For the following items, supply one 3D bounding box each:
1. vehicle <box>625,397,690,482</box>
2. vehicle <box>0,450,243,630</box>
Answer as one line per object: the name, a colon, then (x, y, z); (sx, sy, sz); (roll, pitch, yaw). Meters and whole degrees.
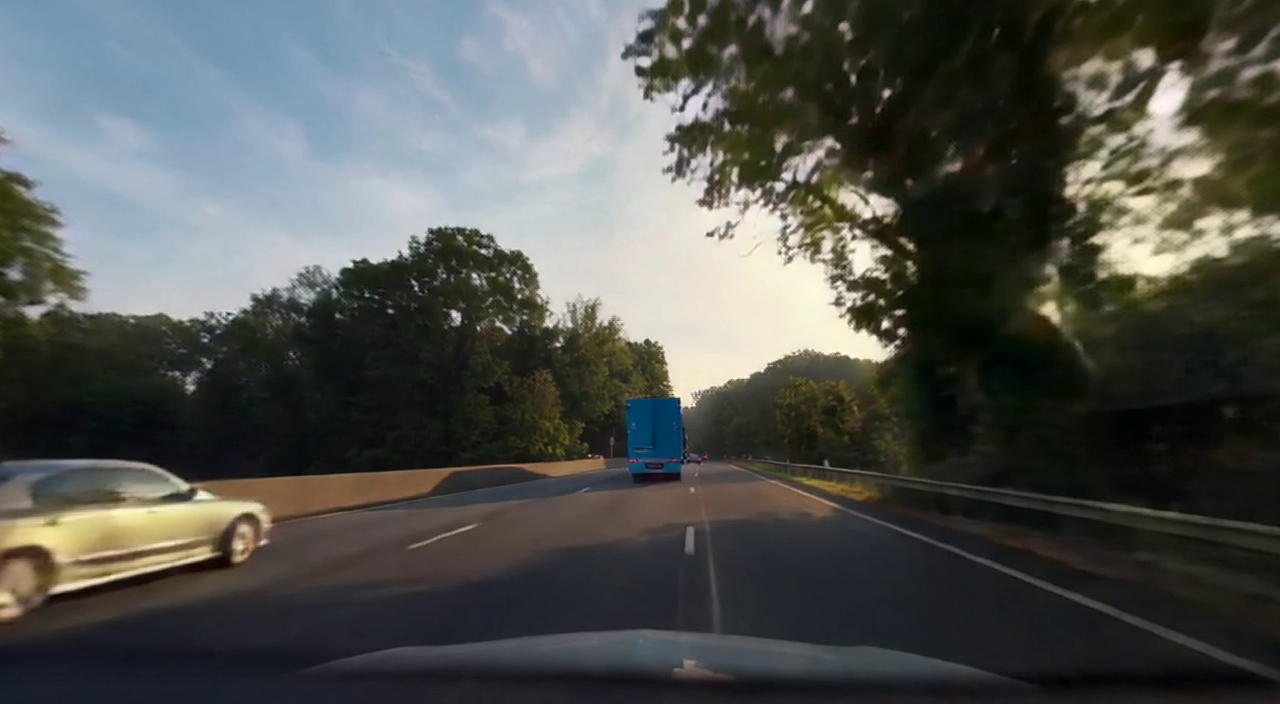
vehicle: (1.138, 4.706, 33.415); (2.821, 3.878, 8.925); (-1, -9, 5)
vehicle: (-5.966, 1.472, 5.027); (2.133, 1.358, 4.870); (-1, -9, 5)
